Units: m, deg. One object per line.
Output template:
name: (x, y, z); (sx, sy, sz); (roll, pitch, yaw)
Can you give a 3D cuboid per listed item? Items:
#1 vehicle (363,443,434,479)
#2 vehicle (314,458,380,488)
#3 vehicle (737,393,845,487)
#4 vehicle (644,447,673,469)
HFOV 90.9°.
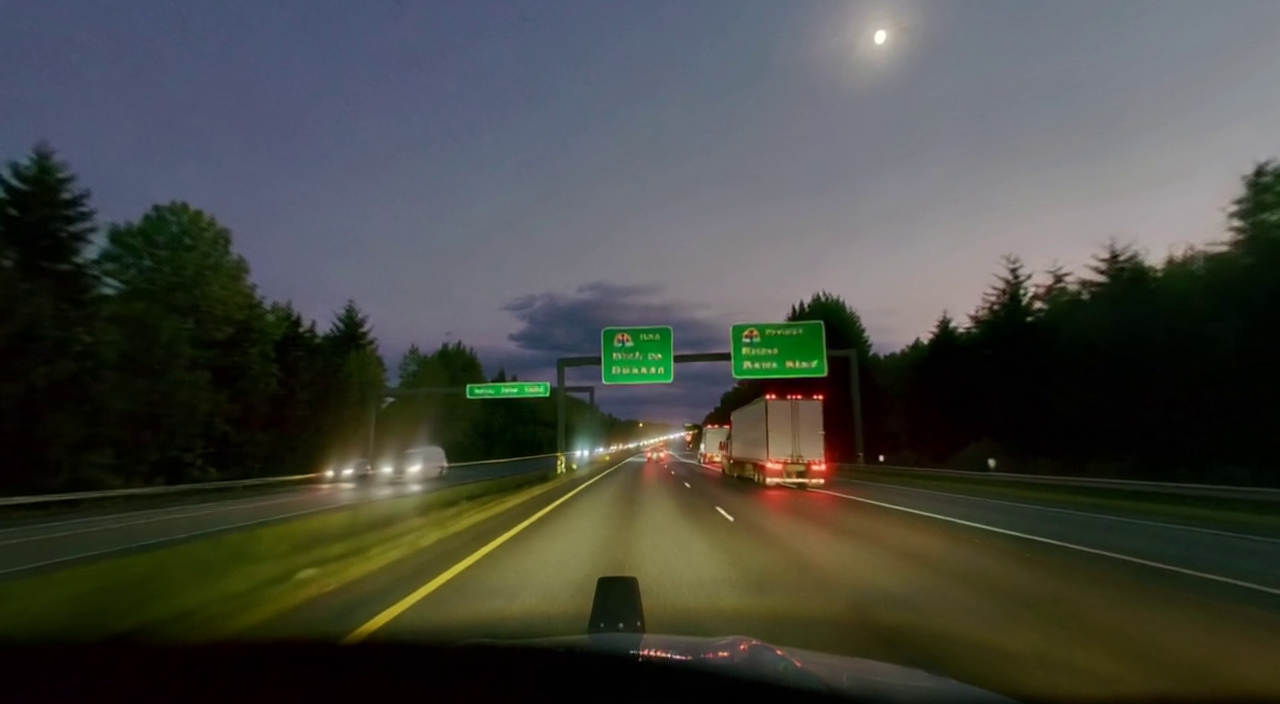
vehicle: (-13.439, 6.087, 35.414); (2.077, 1.870, 4.723); (0, -9, 1)
vehicle: (-17.077, 7.046, 36.941); (1.865, 1.513, 3.969); (0, -8, 0)
vehicle: (6.022, 3.732, 26.494); (2.743, 3.367, 7.306); (0, -9, 1)
vehicle: (1.308, 7.707, 46.088); (2.049, 1.500, 3.790); (0, -9, 1)
